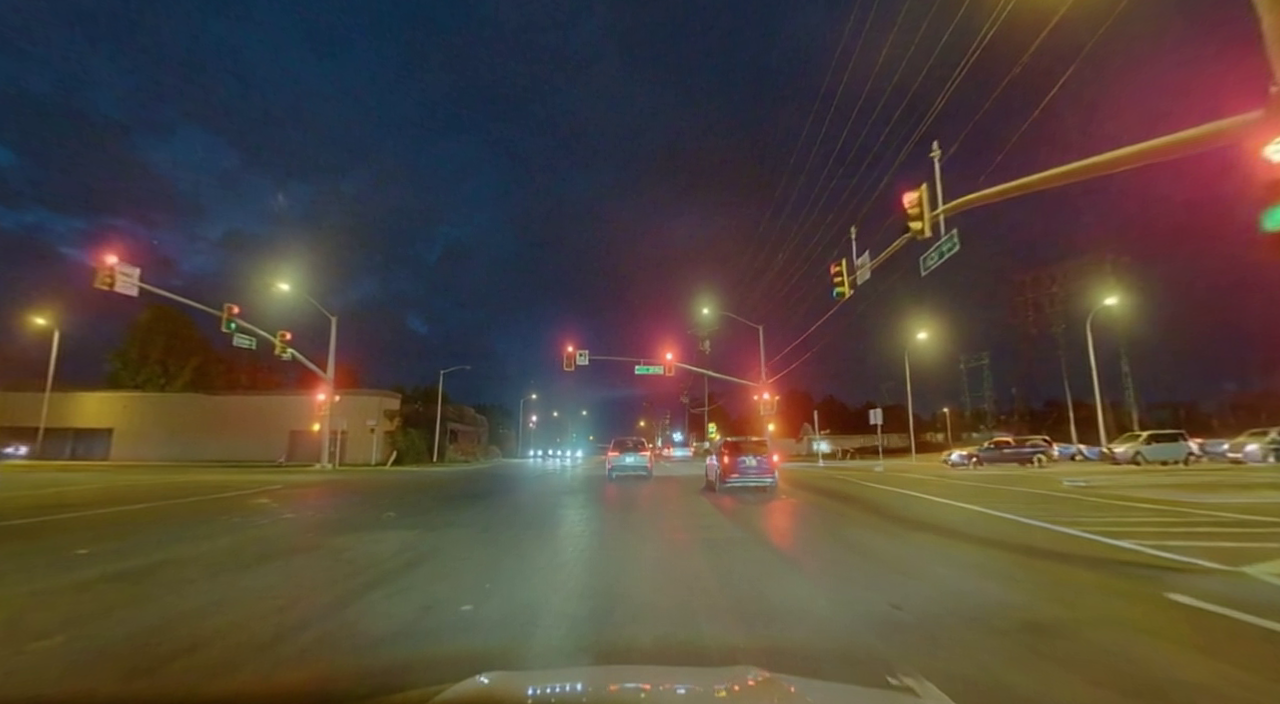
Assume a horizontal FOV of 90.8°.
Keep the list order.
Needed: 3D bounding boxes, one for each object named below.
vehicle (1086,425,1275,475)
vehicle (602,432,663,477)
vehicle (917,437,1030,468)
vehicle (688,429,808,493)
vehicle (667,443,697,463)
[{"bbox_3d":[17.419,3.174,20.514,4.436,1.503,1.844,0,-8,-2],"label":"vehicle"},{"bbox_3d":[-0.275,3.751,23.353,2.065,1.484,3.894,0,-8,-1],"label":"vehicle"},{"bbox_3d":[17.067,5.152,32.479,4.749,1.465,1.938,0,-8,-3],"label":"vehicle"},{"bbox_3d":[2.663,2.837,16.807,2.208,1.436,4.542,0,-8,-2],"label":"vehicle"},{"bbox_3d":[3.250,7.893,49.568,1.971,1.477,4.121,0,-8,-1],"label":"vehicle"}]
